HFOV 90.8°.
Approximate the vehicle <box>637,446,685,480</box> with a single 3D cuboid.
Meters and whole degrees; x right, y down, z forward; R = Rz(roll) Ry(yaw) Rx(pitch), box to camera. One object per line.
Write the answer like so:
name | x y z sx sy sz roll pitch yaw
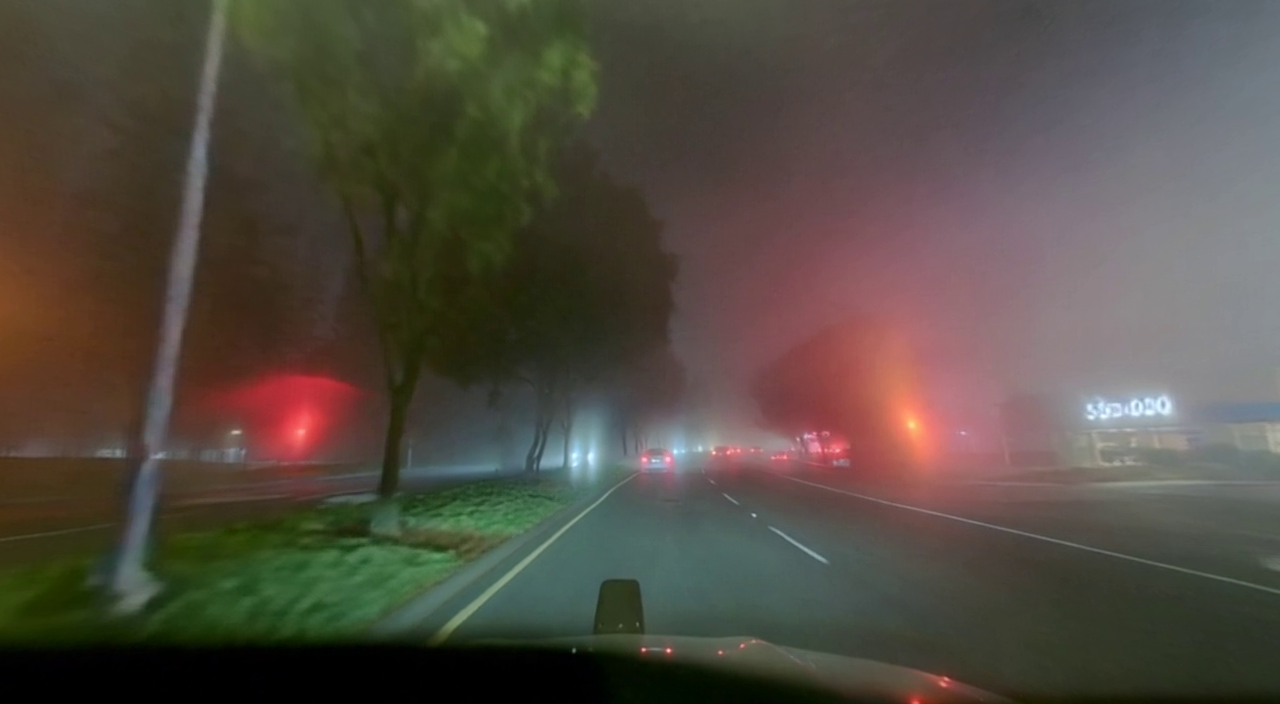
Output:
vehicle | 1.045 5.150 29.596 2.095 1.456 3.873 -1 -9 4
